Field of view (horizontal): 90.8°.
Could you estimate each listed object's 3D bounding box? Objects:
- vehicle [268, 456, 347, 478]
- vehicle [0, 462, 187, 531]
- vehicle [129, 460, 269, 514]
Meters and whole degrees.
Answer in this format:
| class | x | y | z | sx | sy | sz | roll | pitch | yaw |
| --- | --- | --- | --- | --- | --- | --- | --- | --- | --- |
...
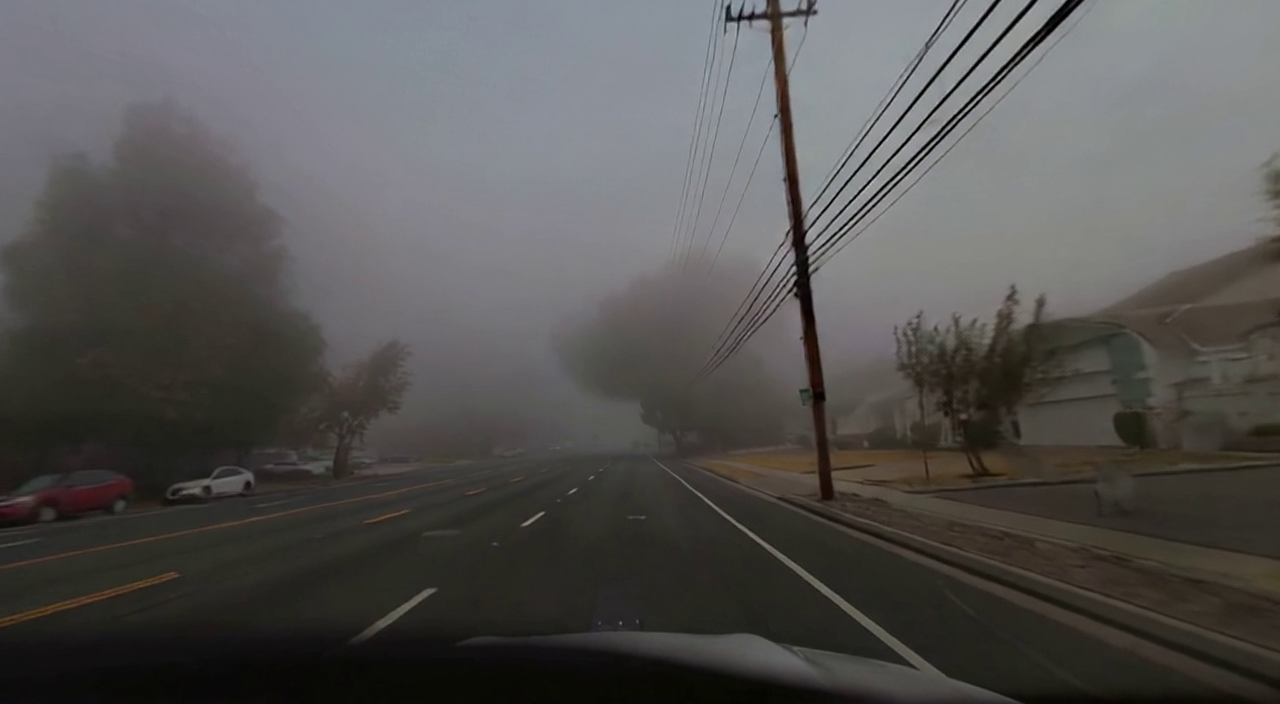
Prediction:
| class | x | y | z | sx | sy | sz | roll | pitch | yaw |
| --- | --- | --- | --- | --- | --- | --- | --- | --- | --- |
| vehicle | -22.651 | 7.824 | 43.152 | 4.243 | 1.455 | 2.005 | 0 | -9 | 1 |
| vehicle | -15.863 | 4.131 | 18.439 | 2.031 | 1.482 | 4.476 | -6 | -9 | 0 |
| vehicle | -16.007 | 4.852 | 23.225 | 2.018 | 1.449 | 4.384 | -7 | -9 | 0 |
